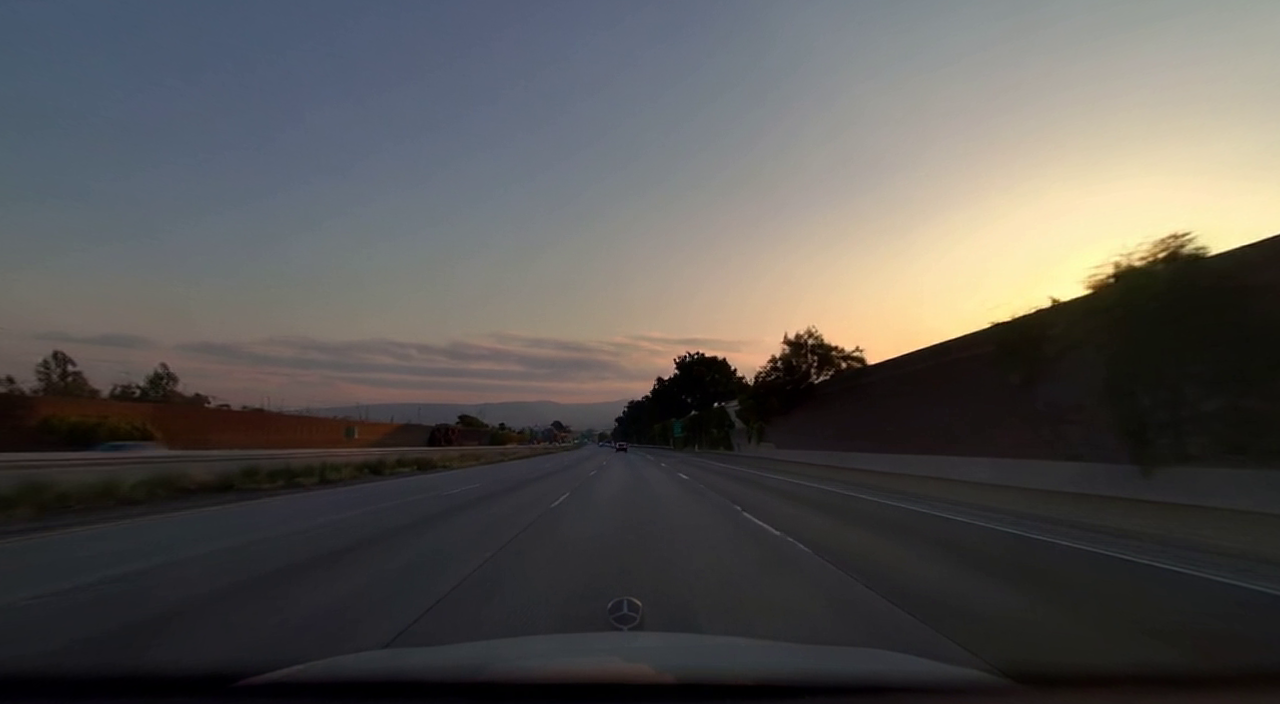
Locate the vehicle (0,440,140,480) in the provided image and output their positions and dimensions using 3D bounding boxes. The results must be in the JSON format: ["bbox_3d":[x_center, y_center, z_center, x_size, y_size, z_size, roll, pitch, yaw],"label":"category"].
[{"bbox_3d":[-22.955,4.336,25.581,1.822,1.471,4.255,0,-9,0],"label":"vehicle"}]
